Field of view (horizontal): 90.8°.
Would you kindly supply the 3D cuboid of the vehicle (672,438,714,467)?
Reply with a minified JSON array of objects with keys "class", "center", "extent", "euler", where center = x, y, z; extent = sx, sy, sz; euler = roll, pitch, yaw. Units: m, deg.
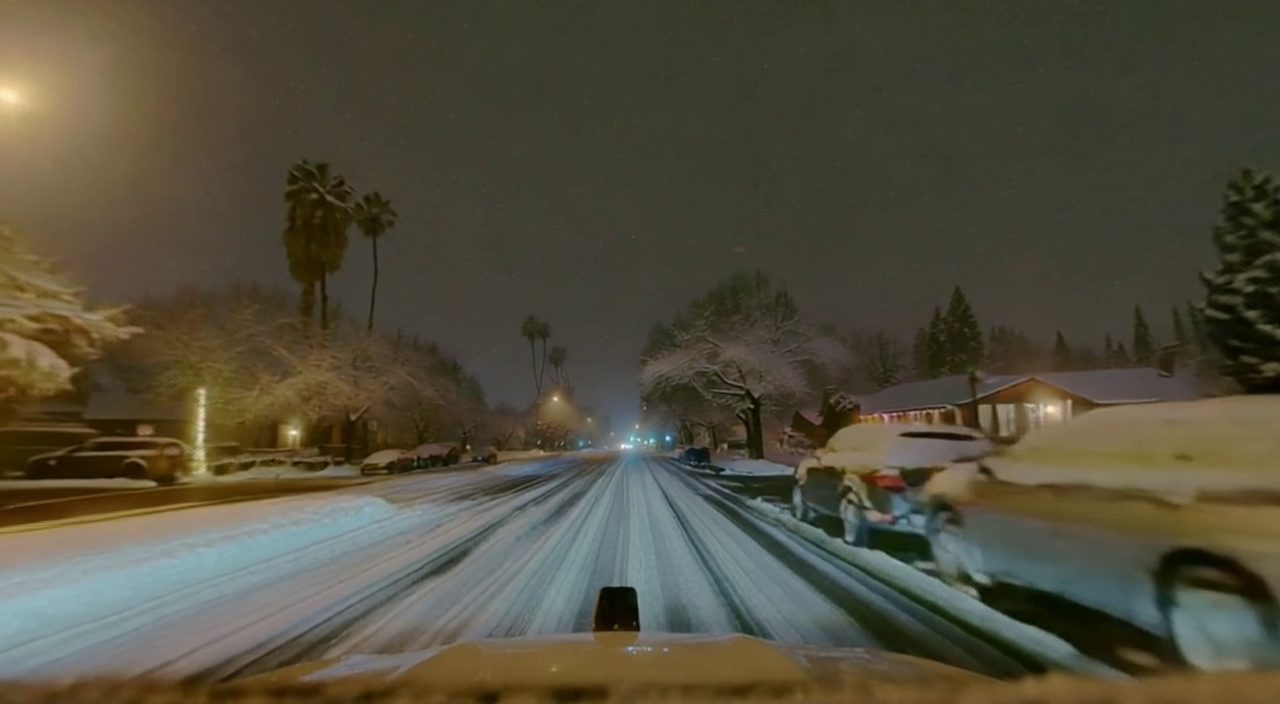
[{"class":"vehicle","center":[3.356,6.486,40.729],"extent":[2.221,1.718,5.192],"euler":[0,-9,0]}]

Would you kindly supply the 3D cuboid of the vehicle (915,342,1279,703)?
[{"class":"vehicle","center":[3.834,1.058,4.127],"extent":[1.912,1.790,4.715],"euler":[0,-9,0]}]

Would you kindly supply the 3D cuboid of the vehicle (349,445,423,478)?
[{"class":"vehicle","center":[-13.732,5.912,34.431],"extent":[2.131,1.492,4.310],"euler":[-1,-7,2]}]

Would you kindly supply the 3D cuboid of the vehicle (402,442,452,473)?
[{"class":"vehicle","center":[-13.732,6.814,40.978],"extent":[1.844,1.764,4.183],"euler":[-1,-7,0]}]

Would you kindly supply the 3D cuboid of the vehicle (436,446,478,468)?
[{"class":"vehicle","center":[-13.739,7.861,47.633],"extent":[1.921,1.498,4.460],"euler":[0,-7,-1]}]

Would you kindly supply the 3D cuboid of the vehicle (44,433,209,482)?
[{"class":"vehicle","center":[-22.732,4.687,28.148],"extent":[5.386,2.043,2.124],"euler":[0,-9,-1]}]
